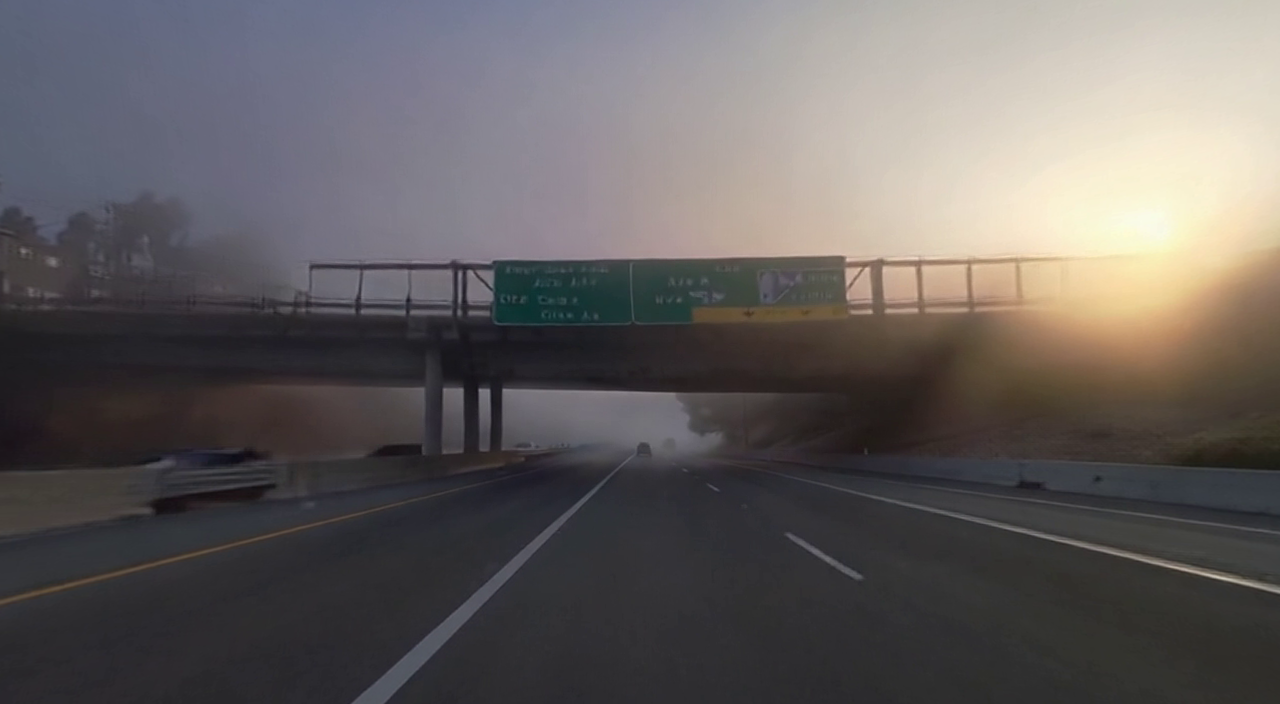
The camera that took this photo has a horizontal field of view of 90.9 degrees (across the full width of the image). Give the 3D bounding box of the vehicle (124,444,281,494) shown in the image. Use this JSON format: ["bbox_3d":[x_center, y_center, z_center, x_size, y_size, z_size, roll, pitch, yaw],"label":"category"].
[{"bbox_3d":[-14.463,3.844,21.287,1.879,1.475,4.702,0,-8,1],"label":"vehicle"}]

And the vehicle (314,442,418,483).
[{"bbox_3d":[-10.838,4.375,25.360,1.998,1.484,4.695,0,-8,1],"label":"vehicle"}]
